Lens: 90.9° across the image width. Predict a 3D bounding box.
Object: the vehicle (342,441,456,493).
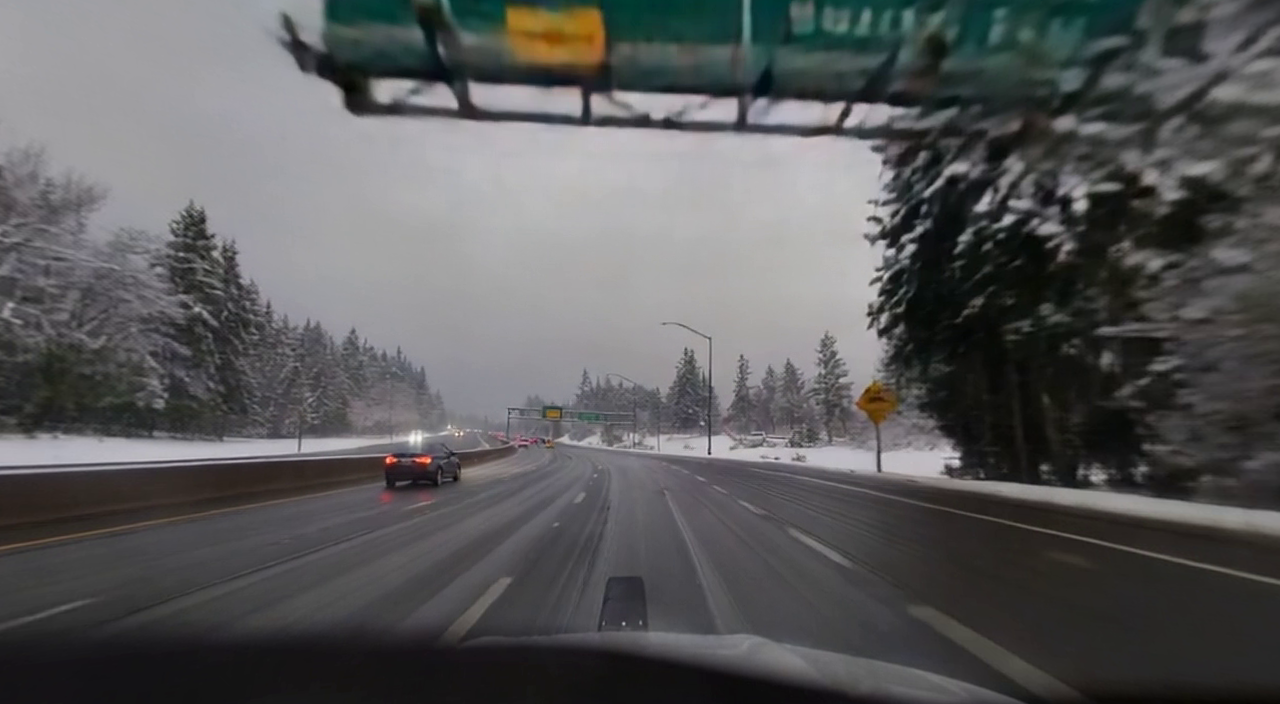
[{"bbox_3d":[-7.655,3.662,20.599,2.025,1.494,4.495,0,-8,-1],"label":"vehicle"}]
